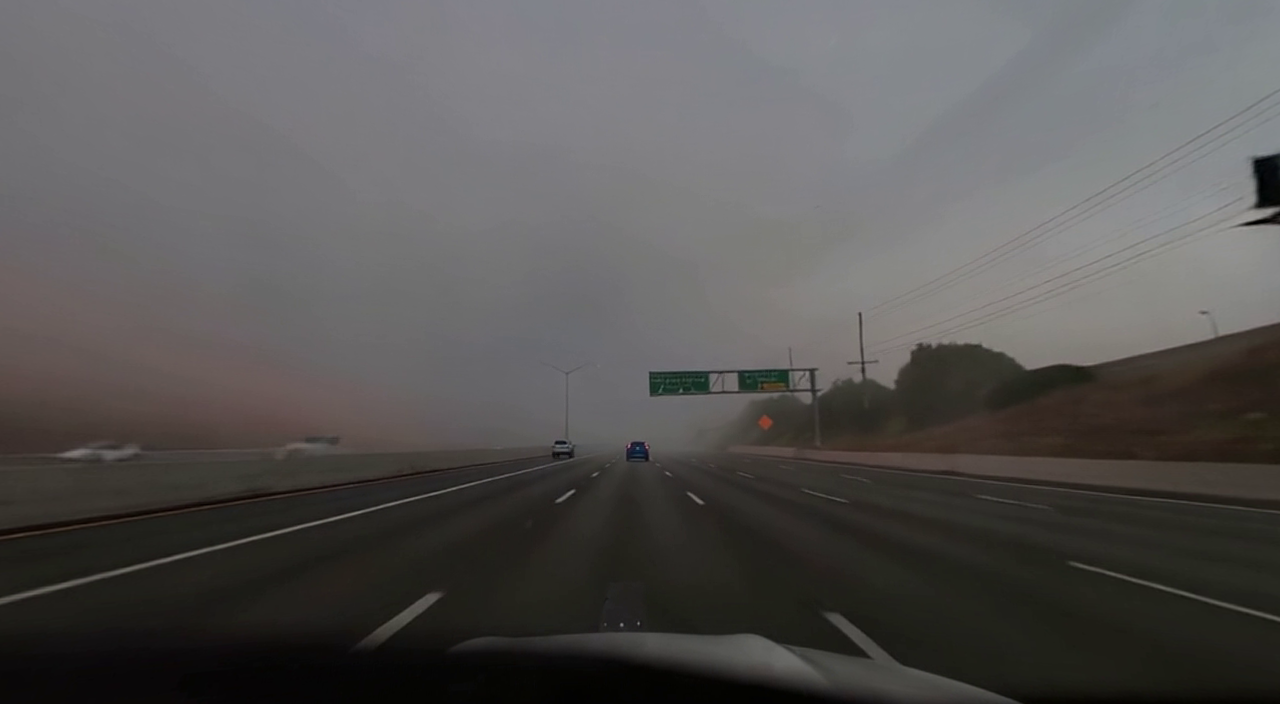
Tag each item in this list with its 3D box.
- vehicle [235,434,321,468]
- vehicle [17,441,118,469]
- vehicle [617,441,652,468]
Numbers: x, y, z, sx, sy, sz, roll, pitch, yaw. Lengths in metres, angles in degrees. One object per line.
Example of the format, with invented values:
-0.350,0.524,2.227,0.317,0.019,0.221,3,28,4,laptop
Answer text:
-16.584,4.565,29.132,1.731,1.446,3.527,-1,-8,2,vehicle
-31.869,5.722,35.323,1.829,1.472,3.940,0,-8,2,vehicle
-0.360,6.332,39.266,2.074,1.574,3.971,0,-8,-1,vehicle
